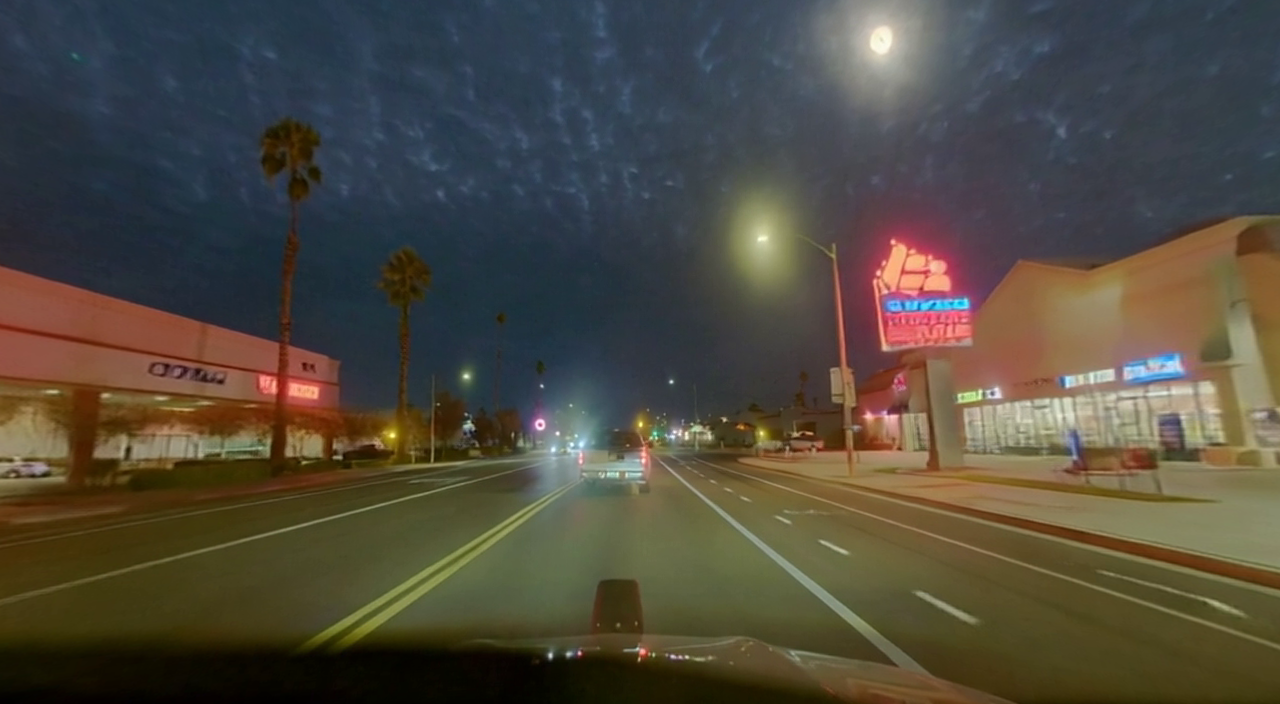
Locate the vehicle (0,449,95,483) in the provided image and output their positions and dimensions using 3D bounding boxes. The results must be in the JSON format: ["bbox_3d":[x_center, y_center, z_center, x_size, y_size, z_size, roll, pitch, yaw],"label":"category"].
[{"bbox_3d":[-34.728,6.624,36.789,2.013,1.785,4.331,0,-9,-5],"label":"vehicle"}]

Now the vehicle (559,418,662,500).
[{"bbox_3d":[-0.677,2.627,15.806,2.239,1.763,4.096,0,-8,-1],"label":"vehicle"}]
